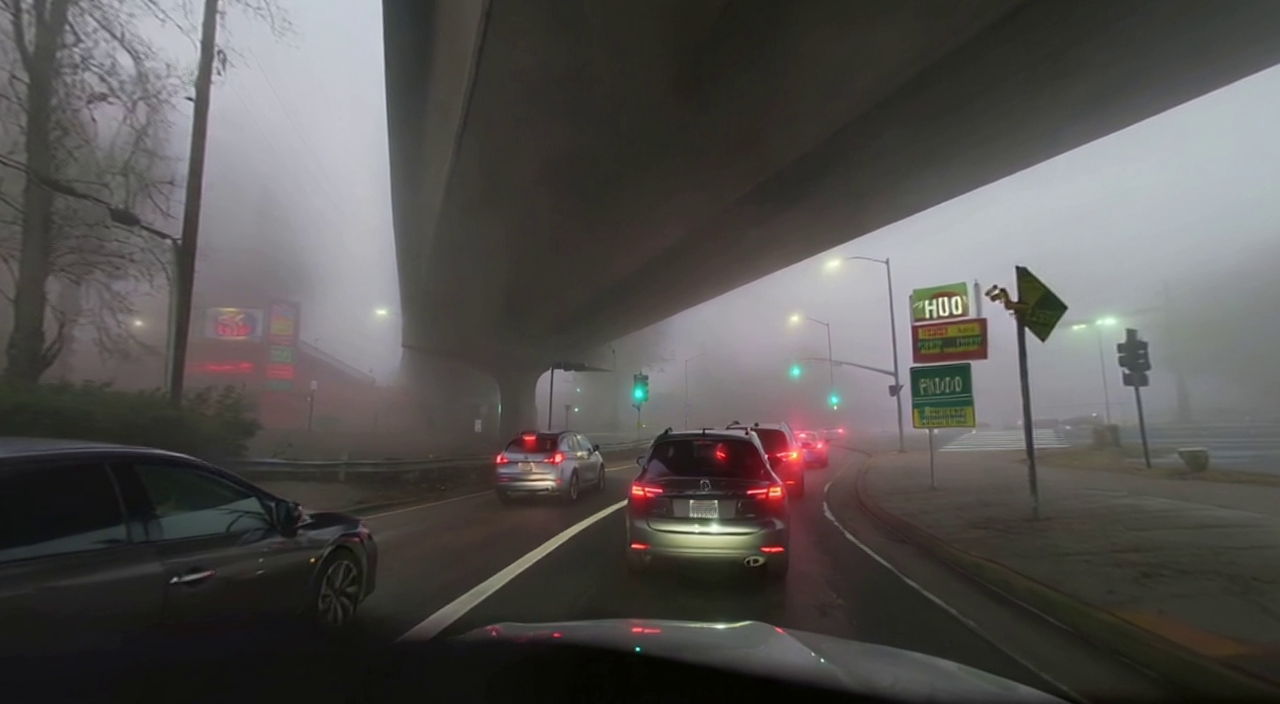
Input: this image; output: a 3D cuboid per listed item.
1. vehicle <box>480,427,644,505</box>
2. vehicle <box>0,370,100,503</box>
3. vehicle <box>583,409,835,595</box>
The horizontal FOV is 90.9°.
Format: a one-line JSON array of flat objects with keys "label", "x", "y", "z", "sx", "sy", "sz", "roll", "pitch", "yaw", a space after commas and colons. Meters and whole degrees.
[{"label": "vehicle", "x": -1.579, "y": 2.607, "z": 14.929, "sx": 2.214, "sy": 1.519, "sz": 4.704, "roll": -3, "pitch": -9, "yaw": 15}, {"label": "vehicle", "x": -24.412, "y": 2.632, "z": 18.272, "sx": 13.064, "sy": 3.755, "sz": 3.269, "roll": 0, "pitch": -8, "yaw": -13}, {"label": "vehicle", "x": 0.919, "y": 1.624, "z": 7.751, "sx": 2.195, "sy": 1.571, "sz": 4.353, "roll": -2, "pitch": -8, "yaw": 9}]
